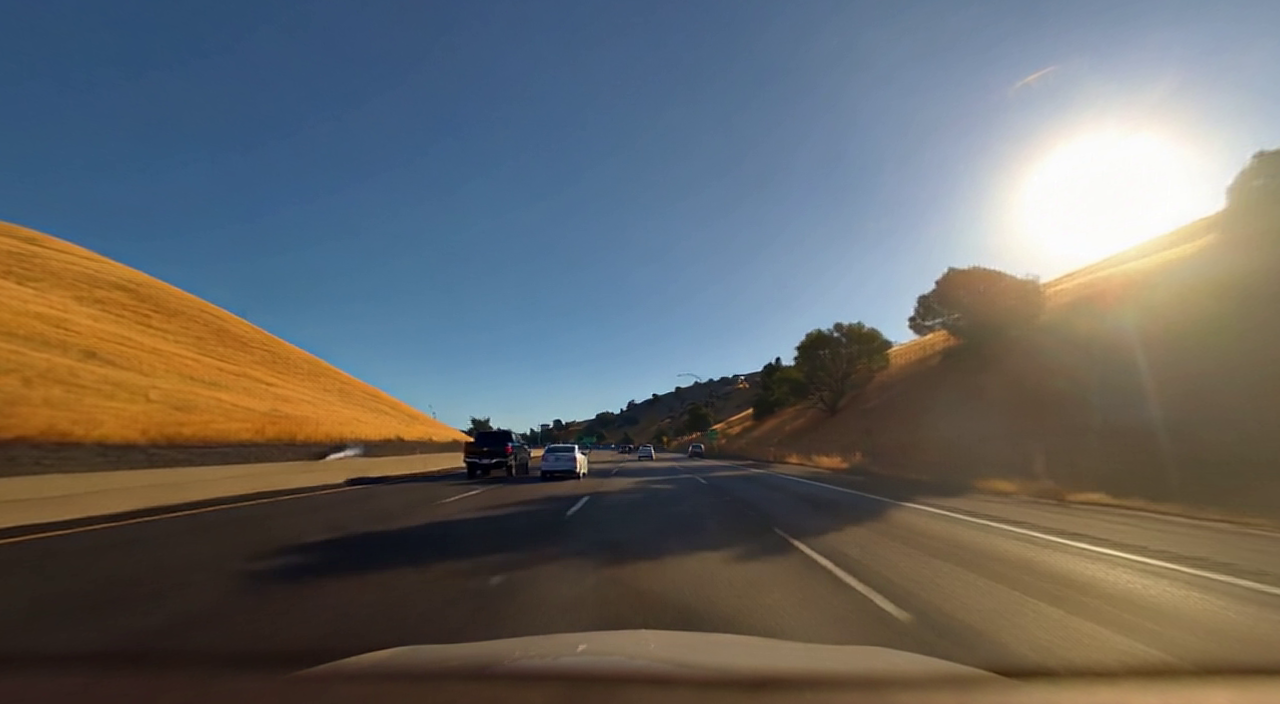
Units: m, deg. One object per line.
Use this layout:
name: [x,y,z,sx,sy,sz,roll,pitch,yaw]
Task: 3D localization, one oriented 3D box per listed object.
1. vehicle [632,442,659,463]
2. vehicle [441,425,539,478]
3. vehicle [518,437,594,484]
vehicle: [0.454,7.755,48.852,2.031,1.566,3.904,0,-8,1]
vehicle: [-6.445,4.404,28.137,2.589,2.063,6.206,0,-8,2]
vehicle: [-2.971,3.967,23.347,2.091,1.552,4.516,0,-8,1]
